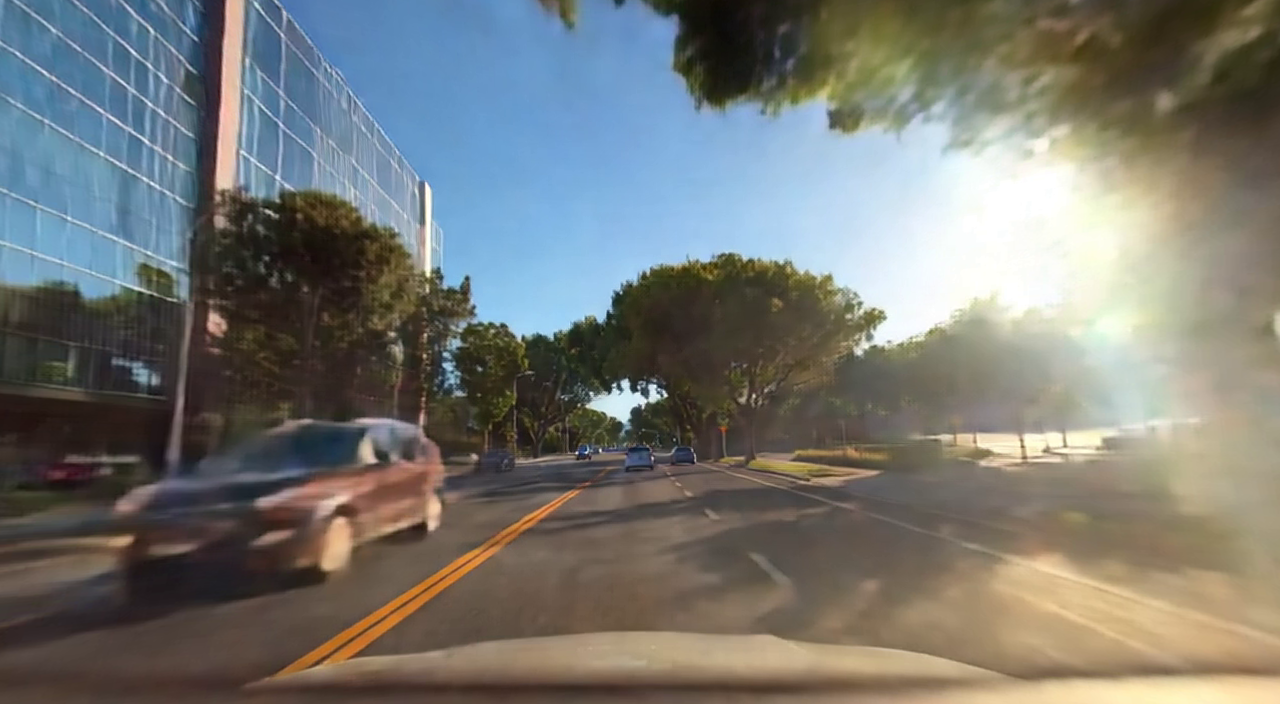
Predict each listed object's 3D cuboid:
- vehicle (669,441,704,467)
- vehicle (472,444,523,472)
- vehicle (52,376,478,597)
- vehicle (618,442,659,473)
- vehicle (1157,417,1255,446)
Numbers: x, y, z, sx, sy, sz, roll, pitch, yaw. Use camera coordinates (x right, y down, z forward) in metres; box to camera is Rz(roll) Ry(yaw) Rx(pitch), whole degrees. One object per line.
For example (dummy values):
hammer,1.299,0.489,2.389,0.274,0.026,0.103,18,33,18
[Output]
vehicle,3.313,7.442,46.016,2.189,1.766,4.495,0,-9,0
vehicle,-9.536,7.147,42.615,2.064,1.722,5.226,0,-9,1
vehicle,-3.988,1.567,8.226,2.301,1.946,5.199,0,-9,0
vehicle,-0.044,5.780,34.749,2.109,1.612,3.963,0,-9,1
vehicle,36.926,5.215,41.227,4.343,1.714,1.983,-2,-8,2
